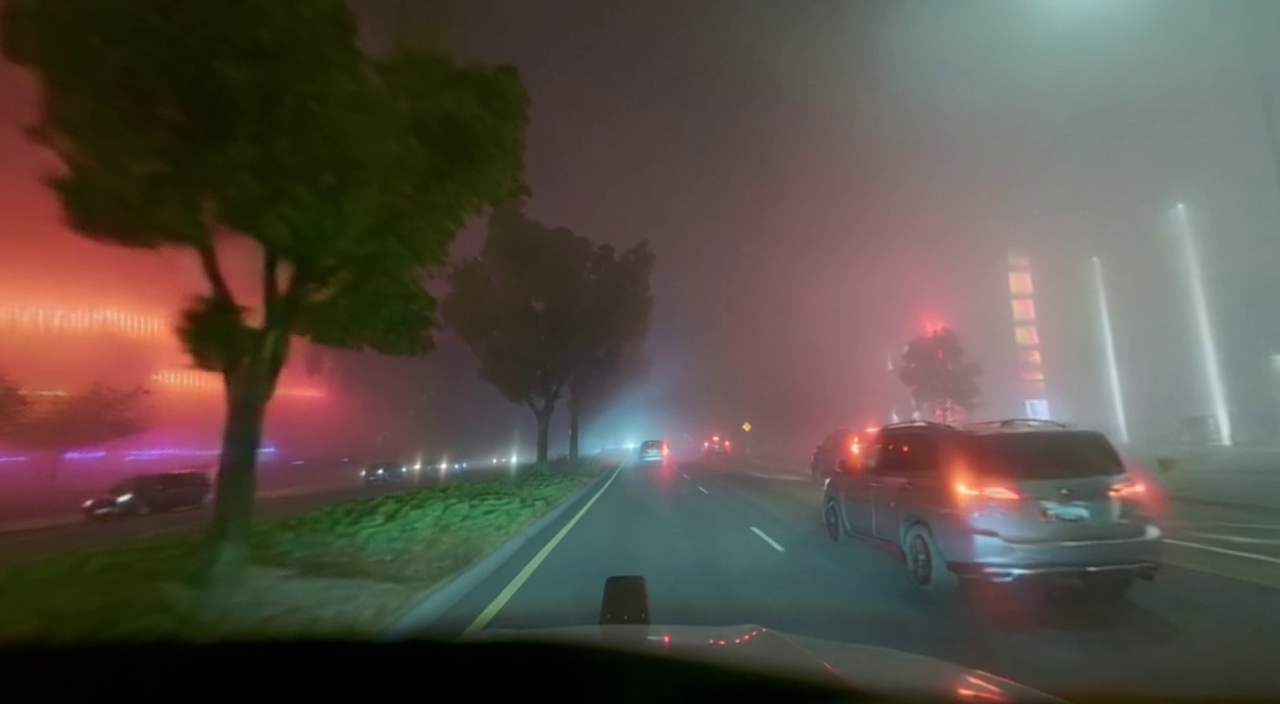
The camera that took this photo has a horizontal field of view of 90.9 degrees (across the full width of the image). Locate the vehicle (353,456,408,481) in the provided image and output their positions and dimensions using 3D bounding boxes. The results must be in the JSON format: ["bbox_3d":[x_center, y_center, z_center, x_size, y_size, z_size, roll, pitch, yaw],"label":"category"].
[{"bbox_3d":[-18.240,8.185,44.509,1.853,1.614,4.514,-1,-8,2],"label":"vehicle"}]

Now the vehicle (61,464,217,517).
[{"bbox_3d":[-18.446,5.095,23.562,1.947,1.609,4.589,0,-8,2],"label":"vehicle"}]

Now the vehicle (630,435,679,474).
[{"bbox_3d":[0.621,4.741,29.462,2.125,1.669,3.880,0,-8,0],"label":"vehicle"}]

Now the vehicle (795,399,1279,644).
[{"bbox_3d":[3.198,1.456,6.561,1.931,1.591,4.708,0,-8,0],"label":"vehicle"}]
